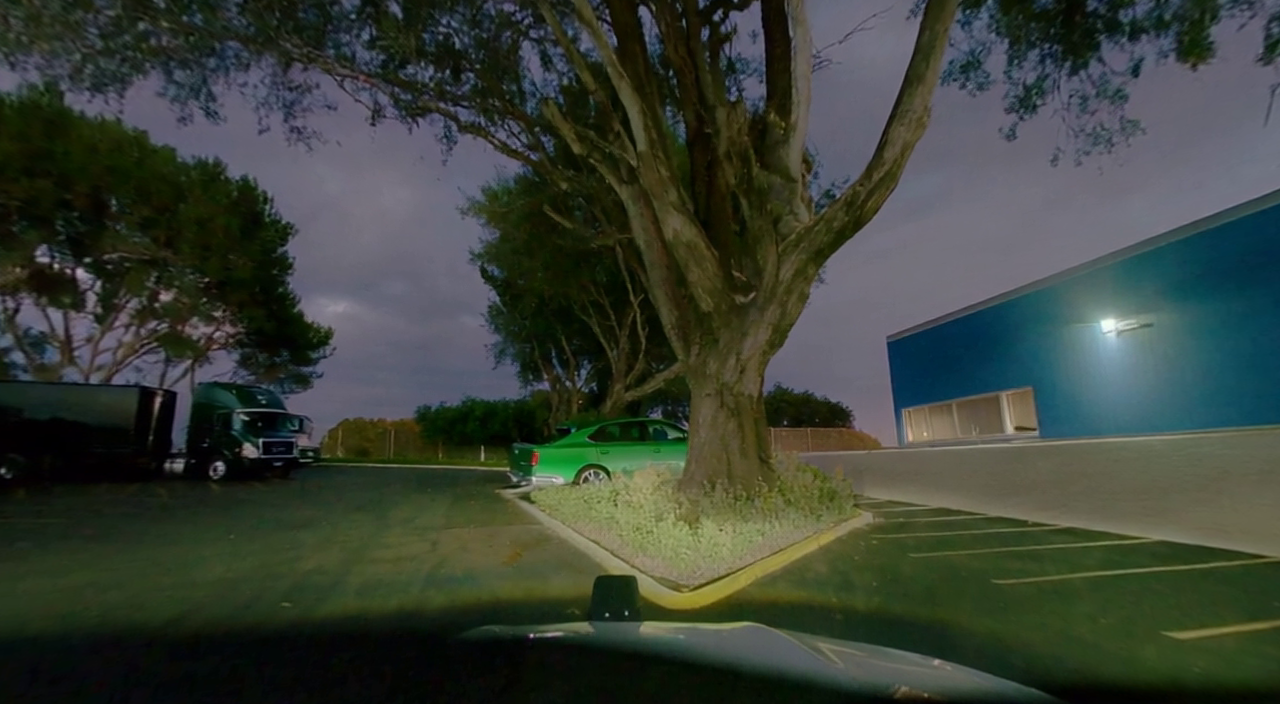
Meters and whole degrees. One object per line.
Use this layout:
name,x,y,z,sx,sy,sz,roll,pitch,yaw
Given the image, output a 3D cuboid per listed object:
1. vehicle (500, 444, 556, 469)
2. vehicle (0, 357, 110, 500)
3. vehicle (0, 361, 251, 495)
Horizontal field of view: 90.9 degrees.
vehicle,-7.026,6.571,39.834,1.809,1.506,3.473,-4,-10,24
vehicle,-22.107,2.641,20.624,11.512,3.871,3.038,-5,-10,29
vehicle,-19.598,2.967,23.274,11.906,4.069,2.948,-5,-10,28
